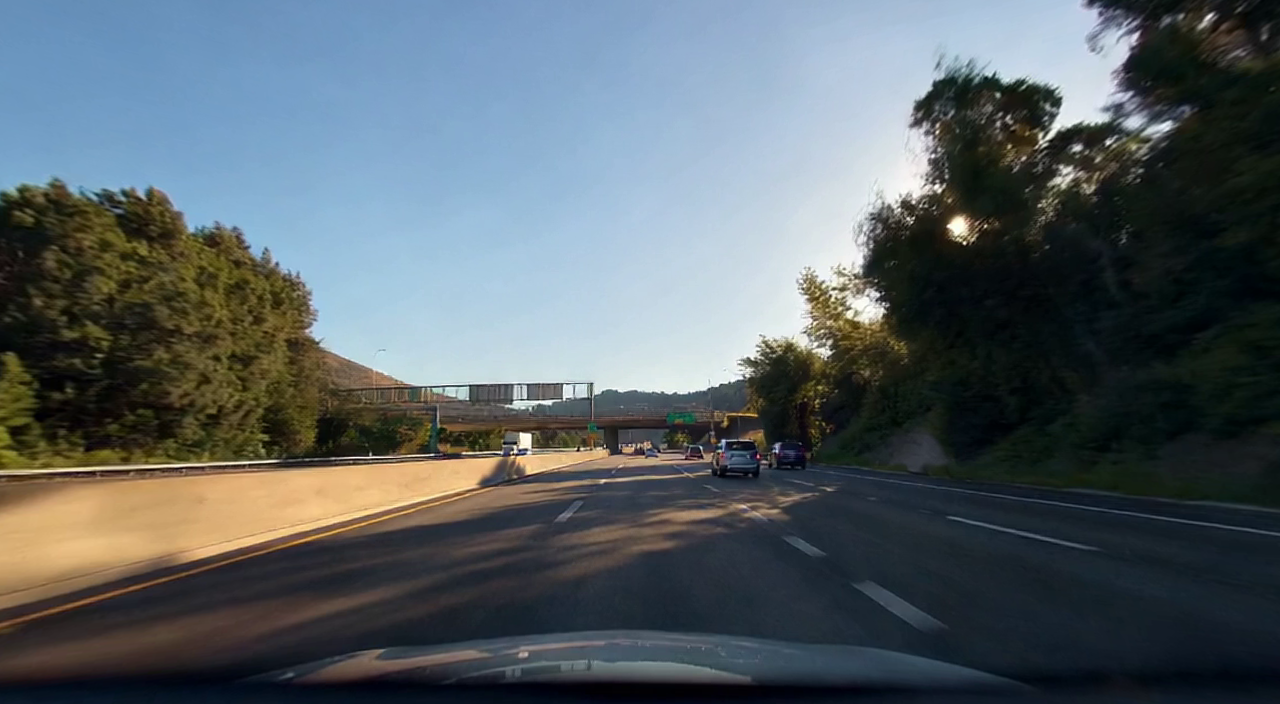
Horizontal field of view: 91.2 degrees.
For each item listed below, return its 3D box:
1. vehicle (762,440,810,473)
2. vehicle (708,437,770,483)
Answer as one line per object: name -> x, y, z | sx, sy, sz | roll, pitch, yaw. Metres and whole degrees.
vehicle -> 8.642, 6.222, 37.483 | 1.898, 1.798, 3.805 | 0, -9, -1
vehicle -> 4.038, 4.484, 26.232 | 1.784, 1.733, 4.141 | 0, -9, -2
